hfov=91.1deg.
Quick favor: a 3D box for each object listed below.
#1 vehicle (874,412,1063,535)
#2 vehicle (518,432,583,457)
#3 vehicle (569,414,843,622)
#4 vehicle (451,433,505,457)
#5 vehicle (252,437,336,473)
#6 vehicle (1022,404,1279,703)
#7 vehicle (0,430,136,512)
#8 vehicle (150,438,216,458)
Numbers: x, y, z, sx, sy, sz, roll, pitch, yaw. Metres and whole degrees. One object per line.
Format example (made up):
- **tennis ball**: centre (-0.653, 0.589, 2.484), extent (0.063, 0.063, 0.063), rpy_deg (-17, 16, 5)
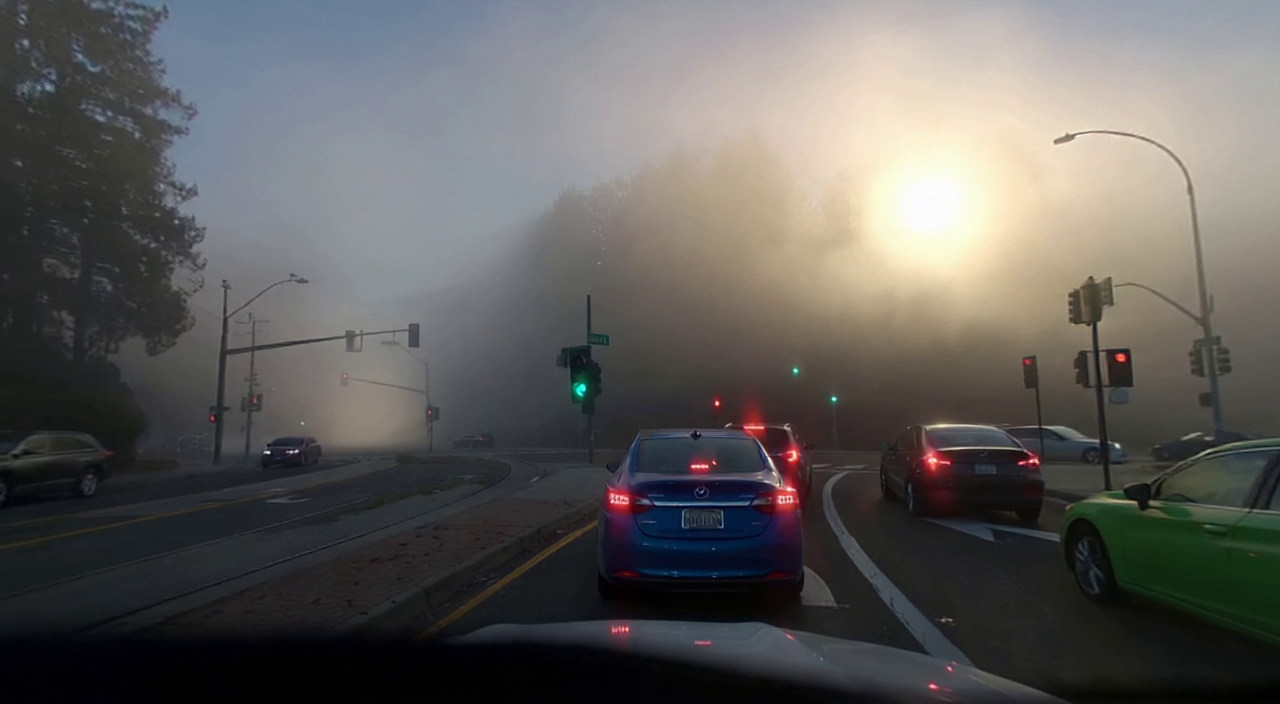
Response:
- **vehicle**: centre (5.527, 2.050, 11.281), extent (2.102, 1.717, 4.373), rpy_deg (-2, -9, 16)
- **vehicle**: centre (-5.979, 6.112, 41.547), extent (1.932, 1.573, 4.509), rpy_deg (8, -12, -44)
- **vehicle**: centre (0.856, 1.500, 6.698), extent (2.052, 1.483, 3.928), rpy_deg (-2, -8, 12)
- **vehicle**: centre (-12.478, 7.126, 48.186), extent (1.972, 1.705, 4.457), rpy_deg (8, -11, -44)
- **vehicle**: centre (-15.261, 4.544, 27.993), extent (1.976, 1.458, 4.645), rpy_deg (2, -8, -13)
- **vehicle**: centre (4.239, 1.059, 3.380), extent (1.954, 1.508, 4.441), rpy_deg (-1, -8, 7)
- **vehicle**: centre (-13.307, 2.492, 13.584), extent (1.948, 1.532, 4.102), rpy_deg (2, -8, -11)
- **vehicle**: centre (-35.377, 7.441, 48.640), extent (1.652, 1.433, 3.733), rpy_deg (-7, -11, 40)
